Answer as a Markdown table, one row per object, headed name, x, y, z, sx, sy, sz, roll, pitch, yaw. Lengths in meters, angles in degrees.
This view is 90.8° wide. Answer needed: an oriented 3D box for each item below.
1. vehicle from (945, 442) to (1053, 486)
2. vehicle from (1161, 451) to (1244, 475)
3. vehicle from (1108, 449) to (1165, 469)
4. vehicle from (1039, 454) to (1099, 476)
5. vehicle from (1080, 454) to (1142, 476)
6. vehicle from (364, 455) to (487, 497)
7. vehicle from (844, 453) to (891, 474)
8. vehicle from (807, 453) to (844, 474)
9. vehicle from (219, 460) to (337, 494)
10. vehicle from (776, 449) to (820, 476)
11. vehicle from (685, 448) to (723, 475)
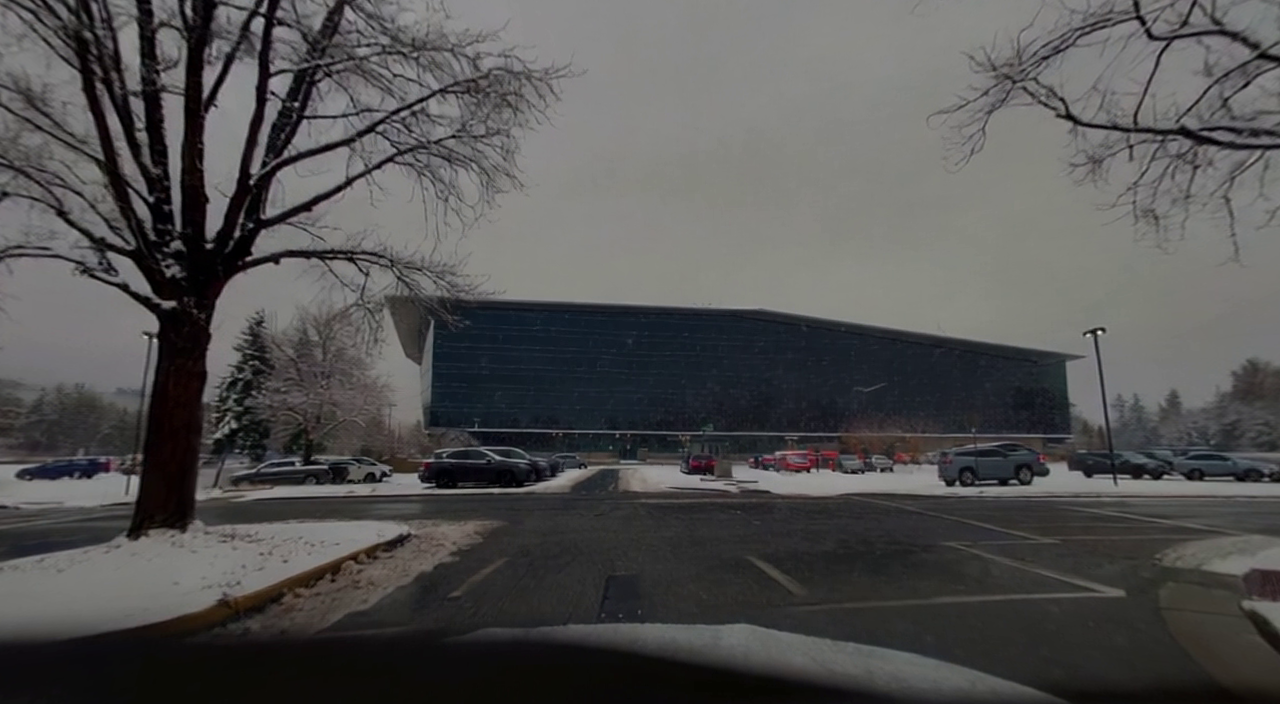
| name | x | y | z | sx | sy | sz | roll | pitch | yaw |
| --- | --- | --- | --- | --- | --- | --- | --- | --- | --- |
| vehicle | 16.488 | 5.133 | 29.391 | 2.048 | 1.852 | 4.998 | 0 | -9 | 0 |
| vehicle | 36.996 | 7.307 | 41.731 | 1.678 | 1.423 | 4.191 | -1 | -9 | 2 |
| vehicle | 37.034 | 7.970 | 47.225 | 1.545 | 1.398 | 3.431 | 0 | -9 | 3 |
| vehicle | 28.308 | 7.467 | 41.788 | 1.495 | 1.371 | 3.336 | -1 | -10 | -1 |
| vehicle | 31.272 | 7.508 | 42.034 | 1.519 | 1.371 | 3.278 | 0 | -9 | 0 |
| vehicle | -8.698 | 4.978 | 25.722 | 4.442 | 1.504 | 1.809 | 5 | -10 | -28 |
| vehicle | 17.105 | 8.409 | 47.750 | 1.971 | 1.478 | 4.477 | 0 | -9 | 1 |
| vehicle | 14.176 | 8.491 | 48.426 | 1.935 | 1.477 | 3.719 | 0 | -9 | 3 |
| vehicle | -16.633 | 5.728 | 29.180 | 4.331 | 1.437 | 1.876 | 0 | -9 | 3 |
| vehicle | 10.545 | 7.396 | 42.500 | 1.936 | 1.673 | 4.305 | 0 | -9 | 1 |
| vehicle | 4.590 | 7.930 | 46.053 | 2.262 | 1.794 | 5.331 | 0 | -9 | 1 |
